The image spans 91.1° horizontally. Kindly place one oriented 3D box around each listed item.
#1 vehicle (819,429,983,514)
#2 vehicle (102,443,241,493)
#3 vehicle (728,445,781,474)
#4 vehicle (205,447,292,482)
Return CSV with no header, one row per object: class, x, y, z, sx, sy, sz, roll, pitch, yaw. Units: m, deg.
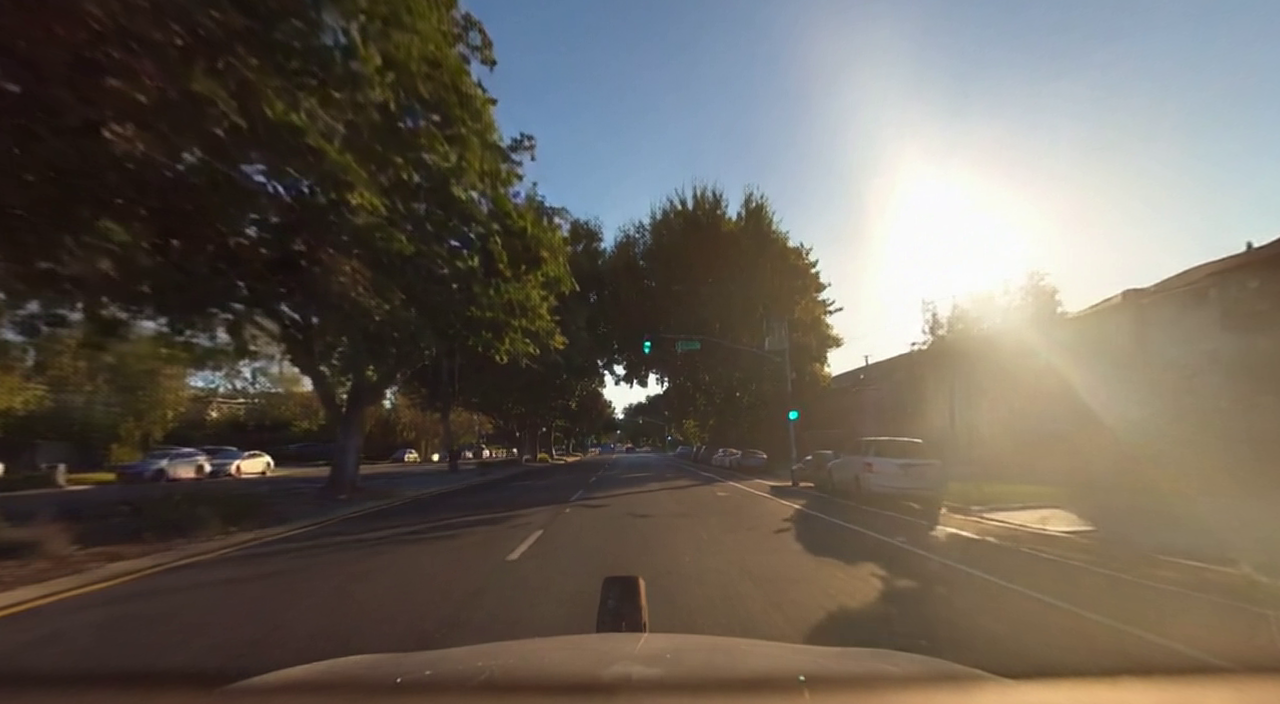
vehicle,6.473,3.017,16.387,2.032,1.844,4.964,1,-9,-2
vehicle,-21.383,5.260,29.070,2.196,1.854,5.677,-1,-7,-1
vehicle,6.374,6.008,35.372,1.922,1.494,4.772,1,-9,-2
vehicle,-21.685,6.208,35.030,1.965,1.523,4.798,-1,-6,-2
